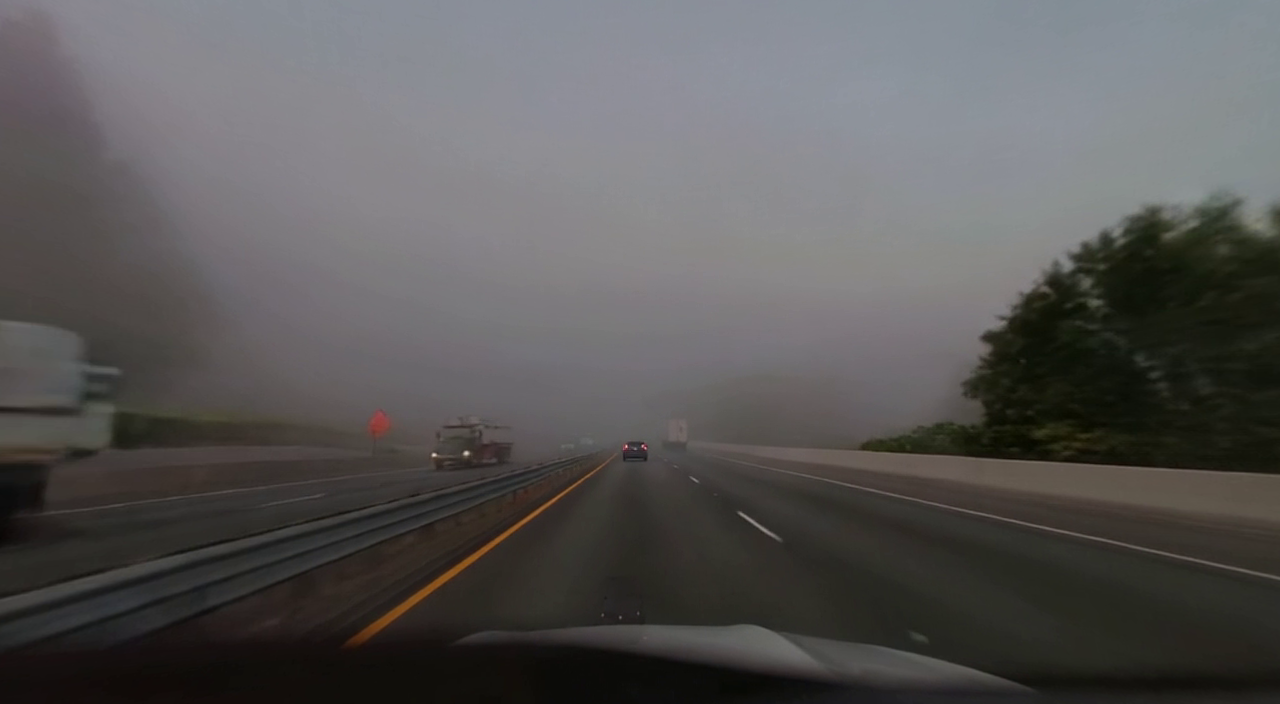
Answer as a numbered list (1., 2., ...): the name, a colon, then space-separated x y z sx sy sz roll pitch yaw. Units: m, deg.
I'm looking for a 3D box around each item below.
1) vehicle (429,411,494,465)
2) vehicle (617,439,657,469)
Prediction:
1. vehicle: -12.804 6.274 45.492 2.949 3.613 5.682 0 -9 0
2. vehicle: -0.147 5.314 32.976 2.004 1.472 4.075 0 -8 0
